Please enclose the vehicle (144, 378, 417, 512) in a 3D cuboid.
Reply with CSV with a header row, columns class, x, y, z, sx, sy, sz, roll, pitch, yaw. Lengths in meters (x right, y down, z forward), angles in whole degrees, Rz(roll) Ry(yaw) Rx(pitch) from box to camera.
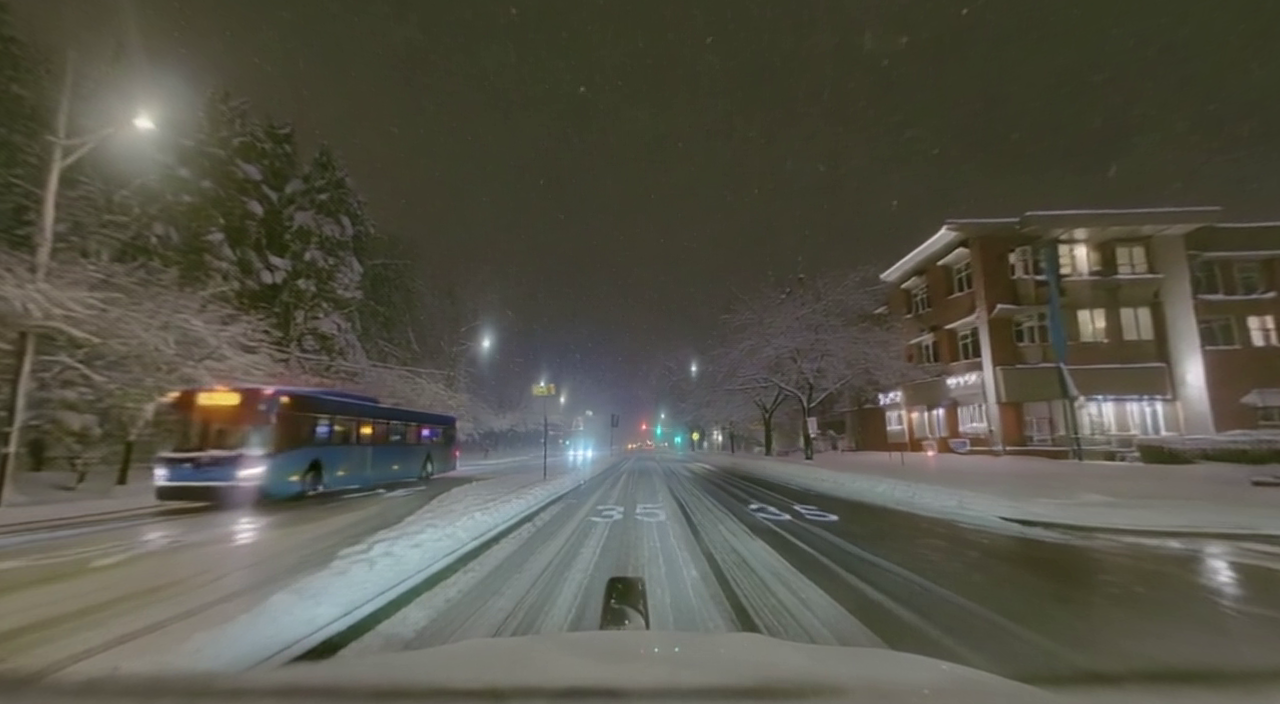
class,x,y,z,sx,sy,sz,roll,pitch,yaw
vehicle,-10.937,3.092,21.131,3.052,3.397,10.003,0,-8,1
